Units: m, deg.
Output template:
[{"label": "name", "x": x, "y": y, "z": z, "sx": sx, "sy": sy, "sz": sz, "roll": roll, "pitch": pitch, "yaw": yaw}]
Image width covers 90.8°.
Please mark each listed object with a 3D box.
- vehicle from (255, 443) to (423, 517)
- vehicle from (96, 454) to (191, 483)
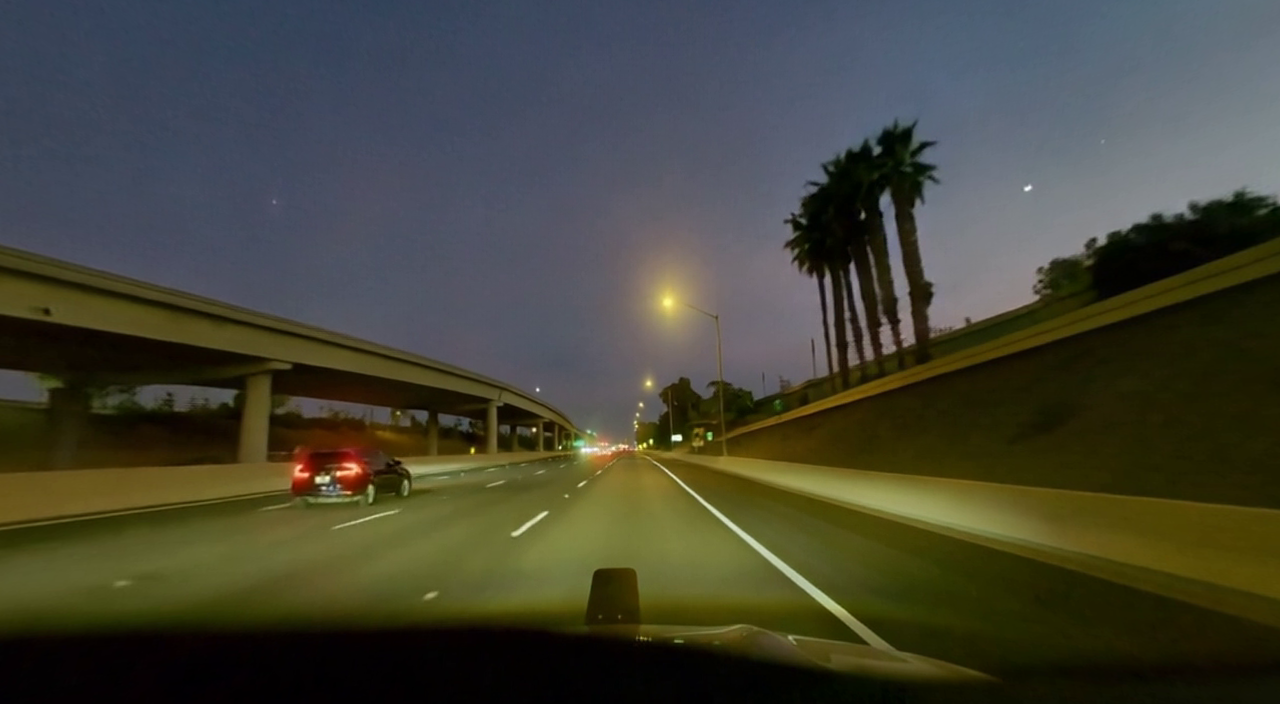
[{"label": "vehicle", "x": -6.908, "y": 2.945, "z": 15.116, "sx": 1.914, "sy": 1.503, "sz": 4.268, "roll": 0, "pitch": -9, "yaw": 0}, {"label": "vehicle", "x": -28.847, "y": 6.736, "z": 36.893, "sx": 1.897, "sy": 1.522, "sz": 4.549, "roll": 0, "pitch": -9, "yaw": -1}]
